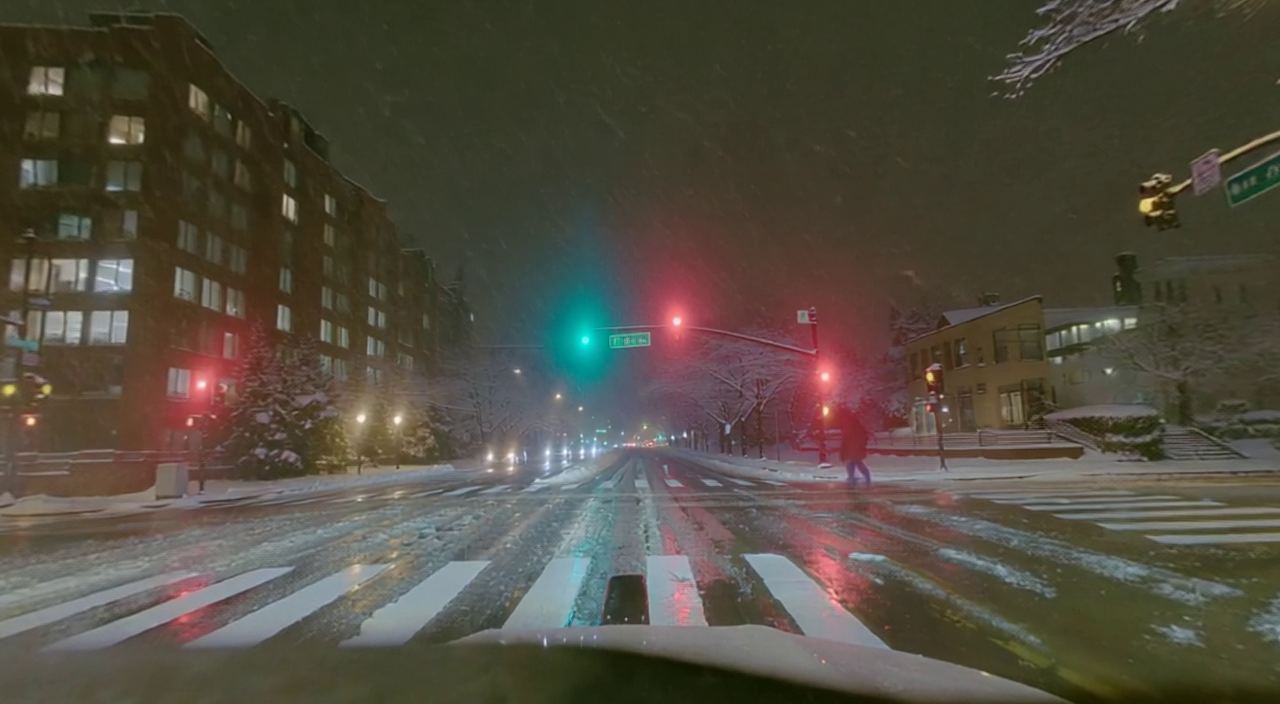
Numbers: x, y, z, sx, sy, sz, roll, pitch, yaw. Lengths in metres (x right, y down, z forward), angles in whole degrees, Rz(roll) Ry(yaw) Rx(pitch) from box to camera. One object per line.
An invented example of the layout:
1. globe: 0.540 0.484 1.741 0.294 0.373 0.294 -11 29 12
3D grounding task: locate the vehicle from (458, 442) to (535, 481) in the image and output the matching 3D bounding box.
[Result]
1. vehicle: -5.883 4.547 26.485 2.127 1.473 4.428 0 -8 1
